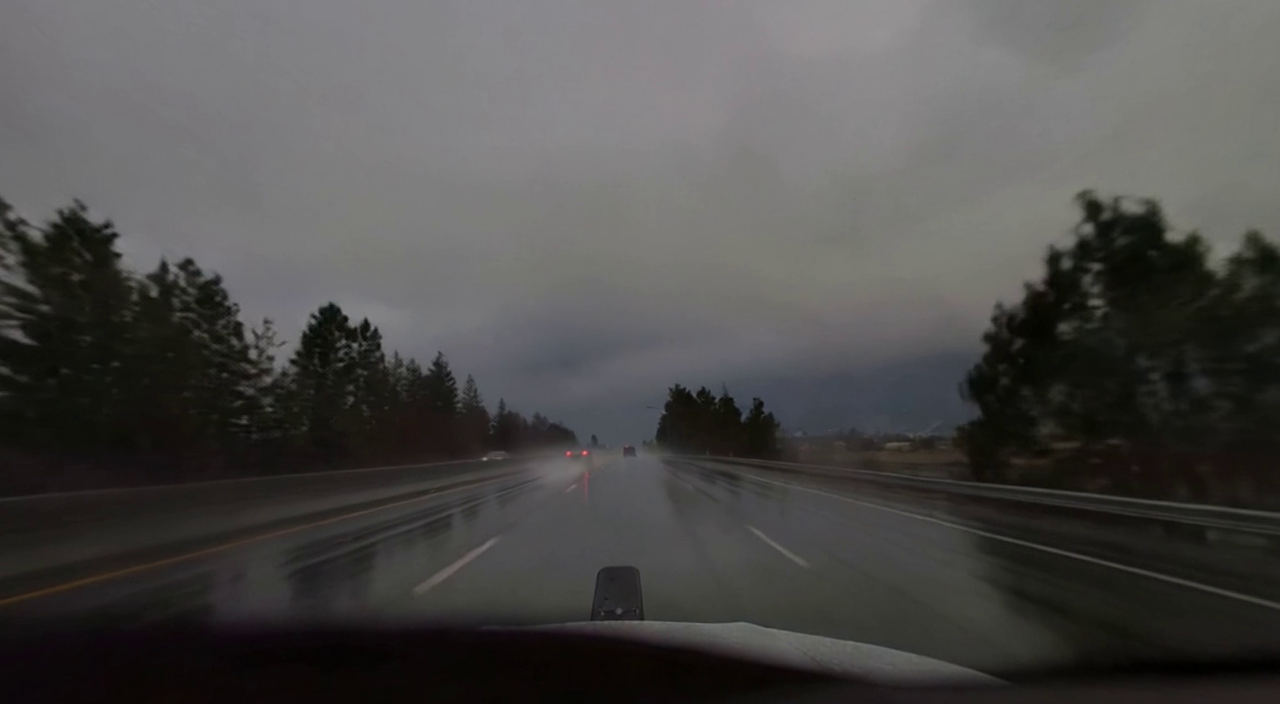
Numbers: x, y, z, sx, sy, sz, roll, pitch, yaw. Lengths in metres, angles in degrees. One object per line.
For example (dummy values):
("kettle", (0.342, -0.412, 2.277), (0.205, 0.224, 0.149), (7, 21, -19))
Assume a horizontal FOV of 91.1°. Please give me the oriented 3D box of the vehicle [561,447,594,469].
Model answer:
("vehicle", (-4.283, 7.351, 43.787), (1.970, 1.492, 3.944), (0, -9, -1))
